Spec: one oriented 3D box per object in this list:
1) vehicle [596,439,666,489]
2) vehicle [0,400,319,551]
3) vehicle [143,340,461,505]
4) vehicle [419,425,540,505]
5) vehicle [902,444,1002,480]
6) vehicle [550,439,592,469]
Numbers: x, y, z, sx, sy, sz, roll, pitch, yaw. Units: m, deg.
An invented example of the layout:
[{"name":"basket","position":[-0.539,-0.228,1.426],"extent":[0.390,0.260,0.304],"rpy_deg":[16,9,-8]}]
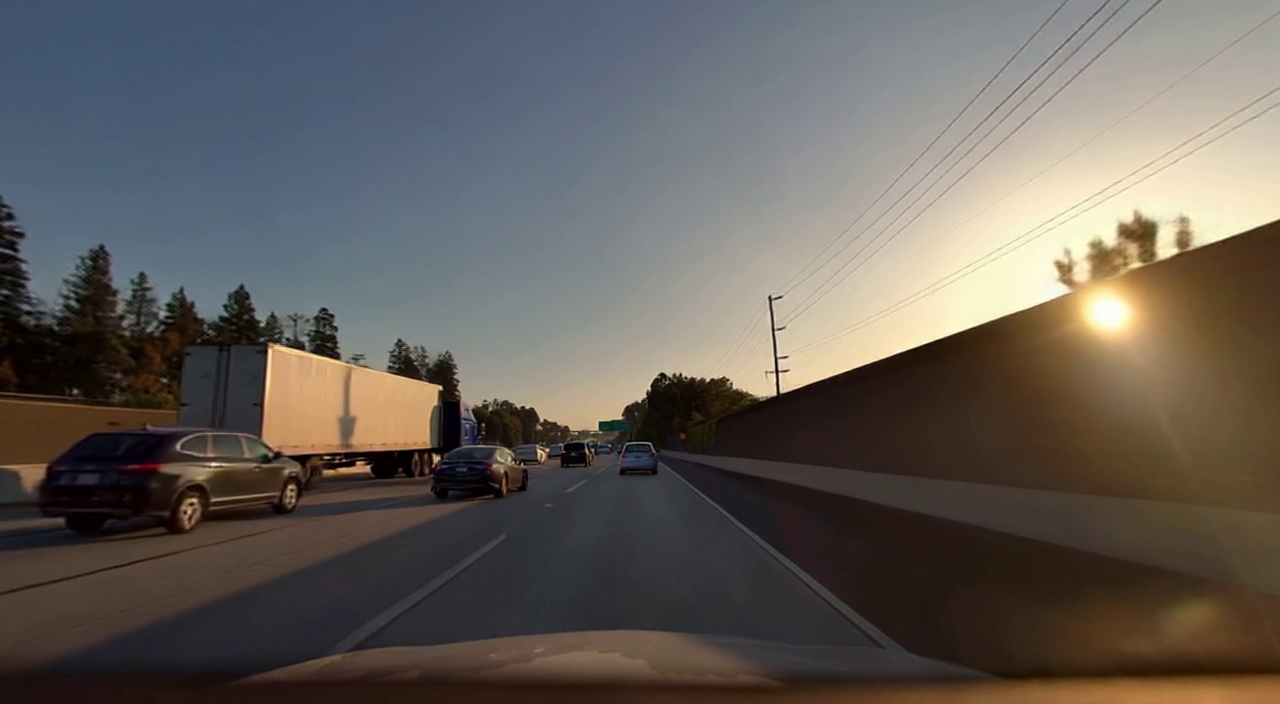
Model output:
[{"name":"vehicle","position":[-0.302,3.653,20.958],"extent":[2.089,1.477,3.818],"rpy_deg":[0,-8,-1]},{"name":"vehicle","position":[-7.601,1.883,10.279],"extent":[2.054,1.825,5.072],"rpy_deg":[0,-9,0]},{"name":"vehicle","position":[-10.639,2.938,23.858],"extent":[2.892,4.073,16.528],"rpy_deg":[0,-8,0]},{"name":"vehicle","position":[-3.850,2.795,15.982],"extent":[1.923,1.716,4.289],"rpy_deg":[0,-9,0]},{"name":"vehicle","position":[14.068,4.966,28.881],"extent":[2.027,1.478,4.849],"rpy_deg":[0,-9,-1]},{"name":"vehicle","position":[-4.071,6.112,38.094],"extent":[1.976,1.705,4.176],"rpy_deg":[0,-8,1]}]
